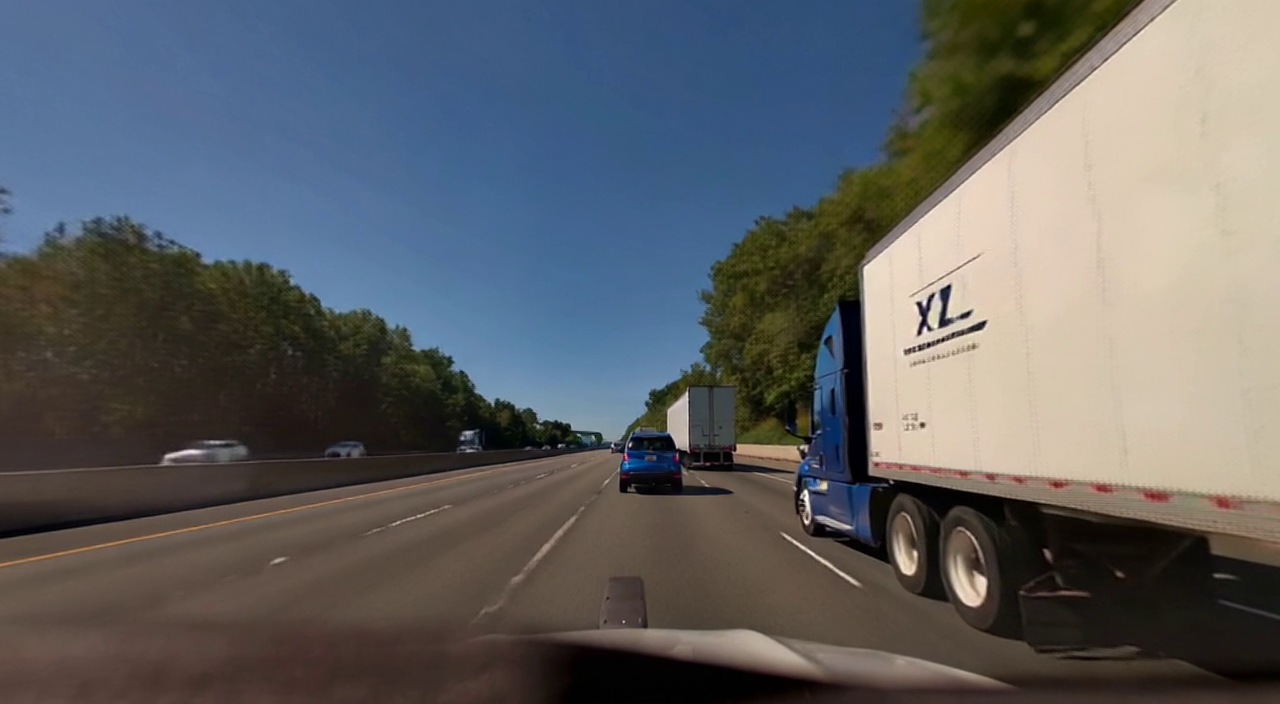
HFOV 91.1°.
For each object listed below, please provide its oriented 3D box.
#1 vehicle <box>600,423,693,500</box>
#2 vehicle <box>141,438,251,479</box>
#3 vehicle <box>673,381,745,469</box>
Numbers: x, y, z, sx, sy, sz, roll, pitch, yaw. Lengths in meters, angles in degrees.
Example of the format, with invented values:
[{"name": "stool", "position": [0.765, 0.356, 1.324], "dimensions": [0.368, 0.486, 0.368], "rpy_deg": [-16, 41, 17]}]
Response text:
[{"name": "vehicle", "position": [0.169, 2.736, 16.043], "dimensions": [2.054, 1.706, 4.201], "rpy_deg": [0, -8, 1]}, {"name": "vehicle", "position": [-22.718, 5.445, 32.407], "dimensions": [2.062, 1.894, 4.768], "rpy_deg": [0, -8, 1]}, {"name": "vehicle", "position": [3.654, 4.574, 37.368], "dimensions": [2.909, 4.135, 15.820], "rpy_deg": [0, -8, 1]}]
